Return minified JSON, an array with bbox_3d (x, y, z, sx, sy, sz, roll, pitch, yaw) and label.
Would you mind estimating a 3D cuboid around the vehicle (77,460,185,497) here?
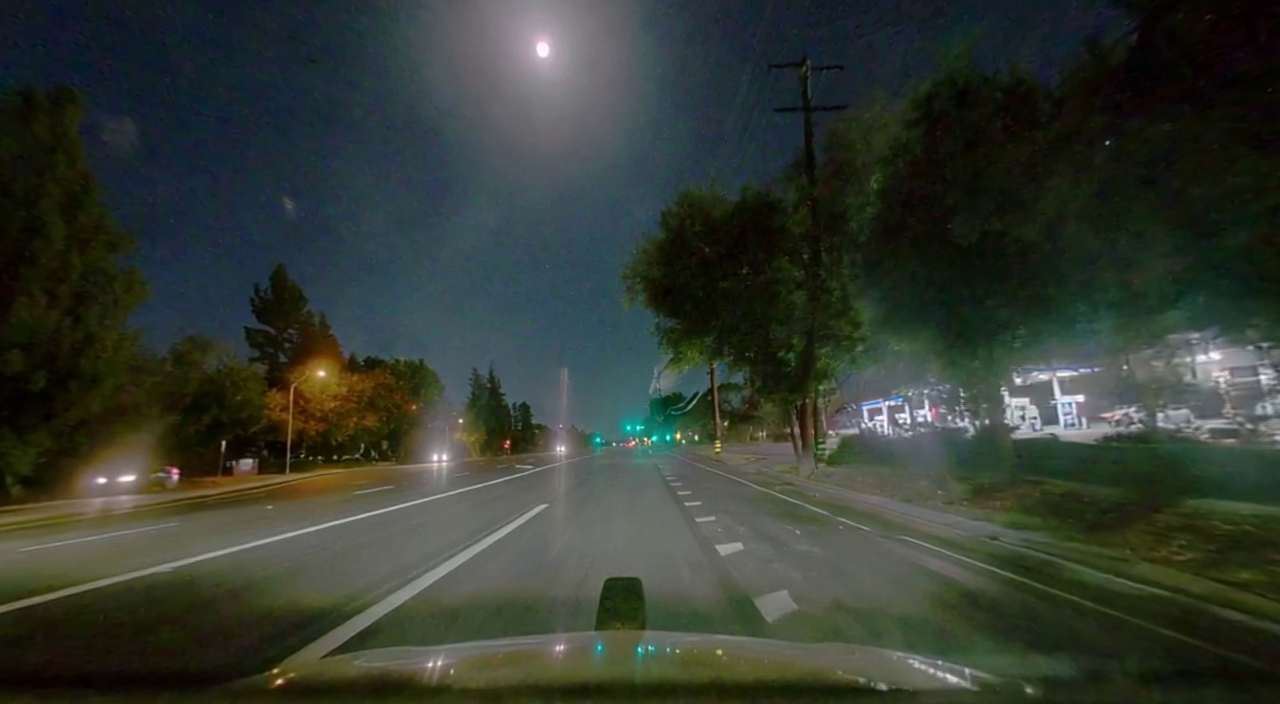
[{"bbox_3d":[-28.079,6.968,35.147,1.914,1.762,5.067,0,-9,-2],"label":"vehicle"}]
